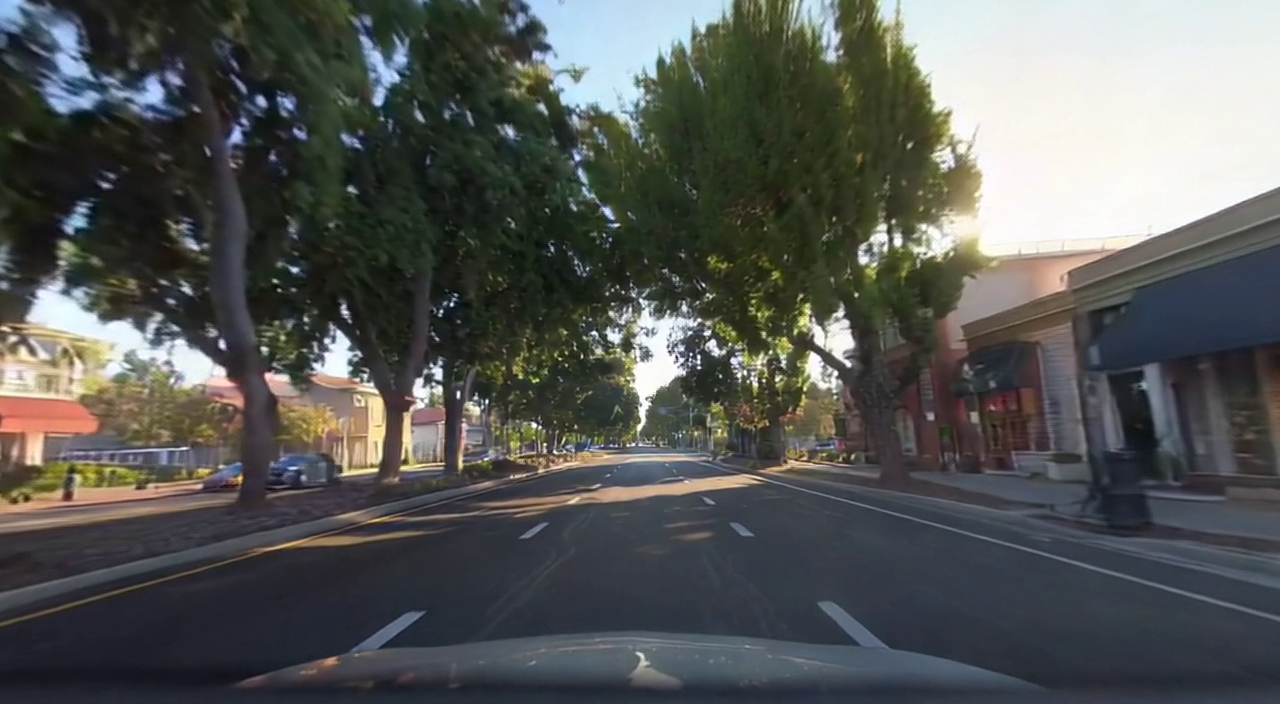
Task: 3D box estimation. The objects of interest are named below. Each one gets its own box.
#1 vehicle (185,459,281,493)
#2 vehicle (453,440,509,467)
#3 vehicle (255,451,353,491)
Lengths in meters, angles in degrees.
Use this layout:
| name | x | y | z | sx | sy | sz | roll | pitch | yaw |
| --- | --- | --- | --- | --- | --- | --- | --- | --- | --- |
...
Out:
| name | x | y | z | sx | sy | sz | roll | pitch | yaw |
| --- | --- | --- | --- | --- | --- | --- | --- | --- | --- |
| vehicle | -21.684 | 6.571 | 33.820 | 1.881 | 1.537 | 4.611 | -3 | -9 | 3 |
| vehicle | -11.654 | 7.472 | 46.671 | 2.401 | 1.892 | 5.928 | -1 | -8 | 2 |
| vehicle | -14.344 | 5.075 | 27.239 | 1.829 | 1.505 | 4.275 | 0 | -8 | 1 |
